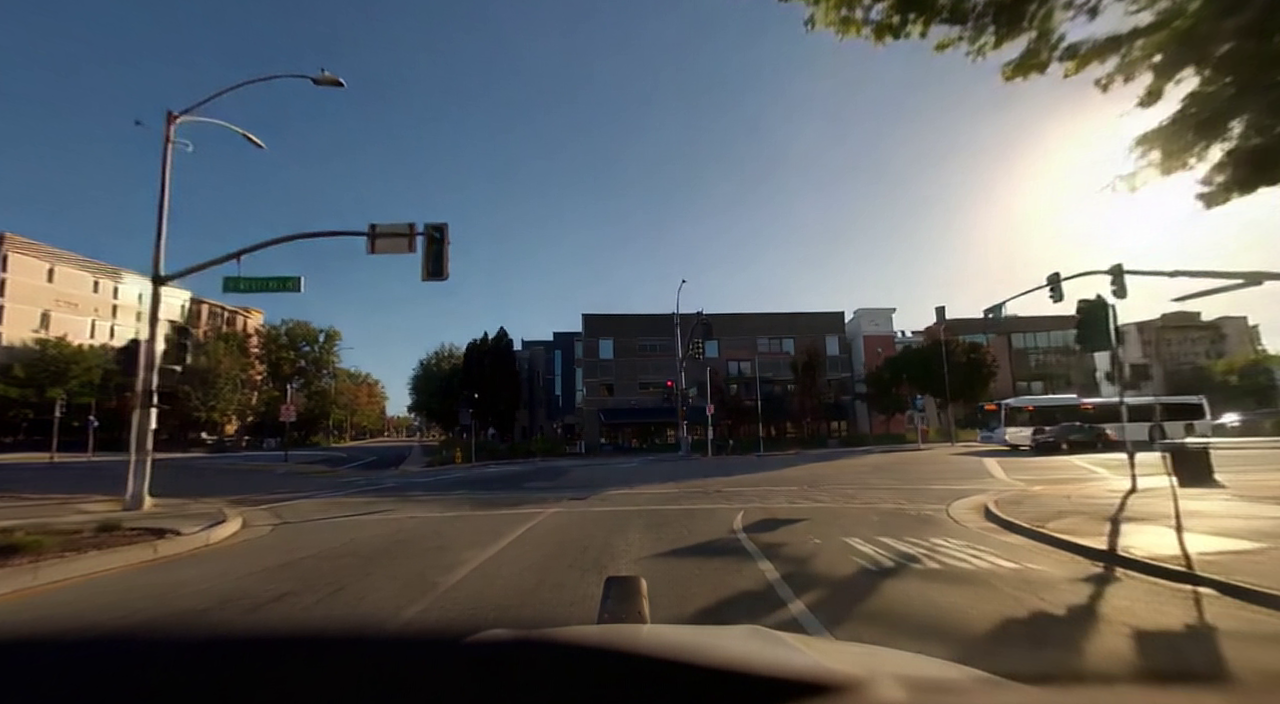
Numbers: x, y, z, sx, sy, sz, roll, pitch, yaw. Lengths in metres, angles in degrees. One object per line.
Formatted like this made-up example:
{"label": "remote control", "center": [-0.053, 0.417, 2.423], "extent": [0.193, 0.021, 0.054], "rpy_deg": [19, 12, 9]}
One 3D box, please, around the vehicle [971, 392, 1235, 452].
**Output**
{"label": "vehicle", "center": [26.505, 4.099, 36.421], "extent": [12.822, 3.296, 3.033], "rpy_deg": [0, -9, -1]}

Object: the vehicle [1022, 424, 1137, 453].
{"label": "vehicle", "center": [22.626, 4.492, 32.436], "extent": [4.538, 1.461, 1.805], "rpy_deg": [0, -9, 0]}
